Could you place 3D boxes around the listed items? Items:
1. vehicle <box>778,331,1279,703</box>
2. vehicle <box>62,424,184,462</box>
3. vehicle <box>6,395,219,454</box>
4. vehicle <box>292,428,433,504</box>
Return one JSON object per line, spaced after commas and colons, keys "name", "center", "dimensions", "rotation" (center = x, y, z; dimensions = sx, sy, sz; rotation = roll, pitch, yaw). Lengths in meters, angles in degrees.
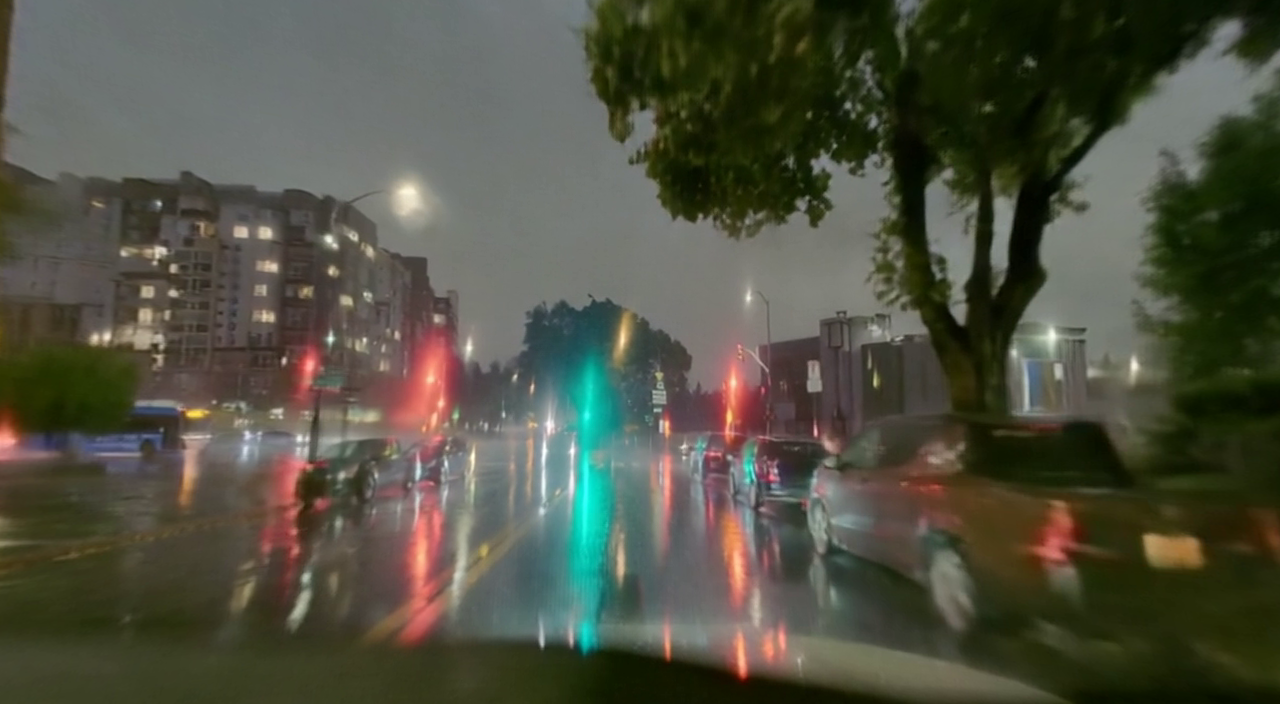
{"name": "vehicle", "center": [3.086, 1.223, 5.633], "dimensions": [2.222, 1.812, 5.688], "rotation": [0, -9, -2]}
{"name": "vehicle", "center": [-29.006, 5.123, 35.608], "dimensions": [4.704, 2.065, 2.328], "rotation": [0, -9, -2]}
{"name": "vehicle", "center": [-33.261, 4.663, 40.162], "dimensions": [10.621, 3.479, 3.025], "rotation": [1, -9, 1]}
{"name": "vehicle", "center": [-7.123, 2.954, 16.743], "dimensions": [1.893, 1.758, 4.019], "rotation": [0, -9, 0]}
